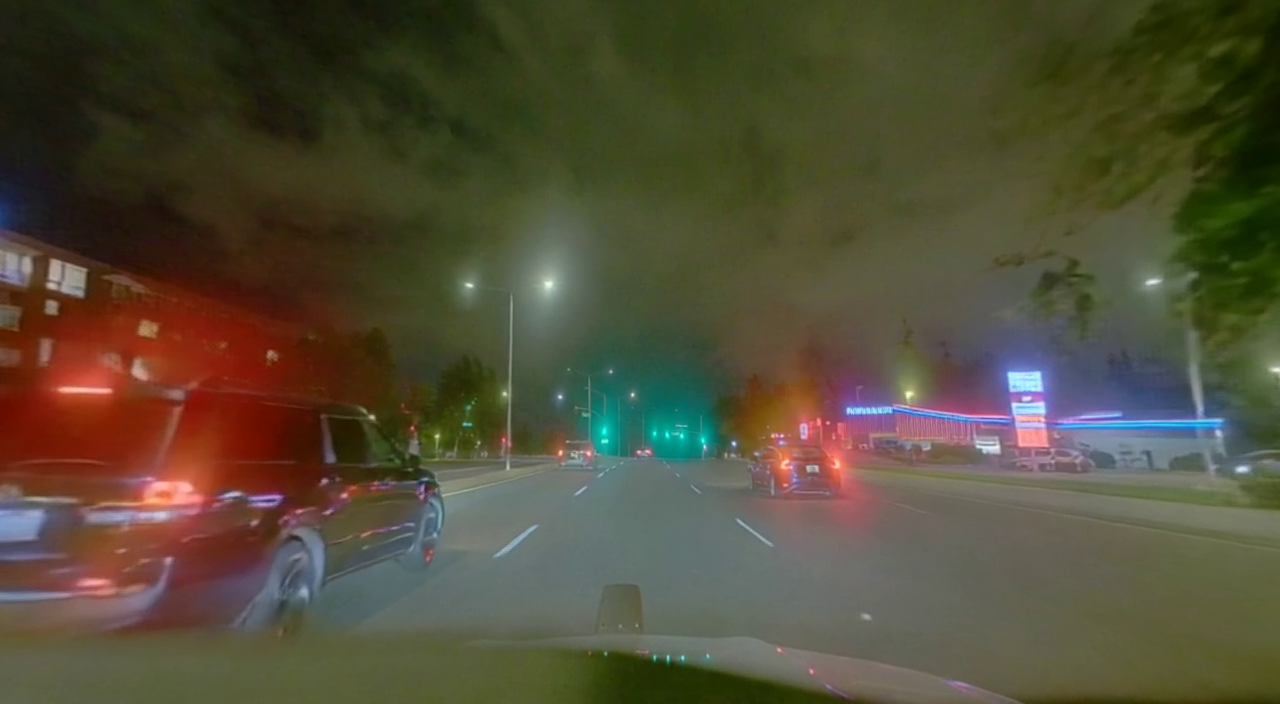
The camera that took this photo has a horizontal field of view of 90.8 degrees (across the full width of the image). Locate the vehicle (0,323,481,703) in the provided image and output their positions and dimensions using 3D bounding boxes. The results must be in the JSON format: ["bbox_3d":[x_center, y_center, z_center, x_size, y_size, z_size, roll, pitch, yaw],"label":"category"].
[{"bbox_3d":[-3.305,1.187,5.501,2.450,1.866,5.416,0,-8,0],"label":"vehicle"}]

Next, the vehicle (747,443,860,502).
[{"bbox_3d":[4.519,3.375,18.249,1.960,1.471,4.378,0,-8,-2],"label":"vehicle"}]

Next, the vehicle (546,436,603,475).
[{"bbox_3d":[-3.294,5.340,32.758,2.305,1.833,4.912,0,-8,1],"label":"vehicle"}]
